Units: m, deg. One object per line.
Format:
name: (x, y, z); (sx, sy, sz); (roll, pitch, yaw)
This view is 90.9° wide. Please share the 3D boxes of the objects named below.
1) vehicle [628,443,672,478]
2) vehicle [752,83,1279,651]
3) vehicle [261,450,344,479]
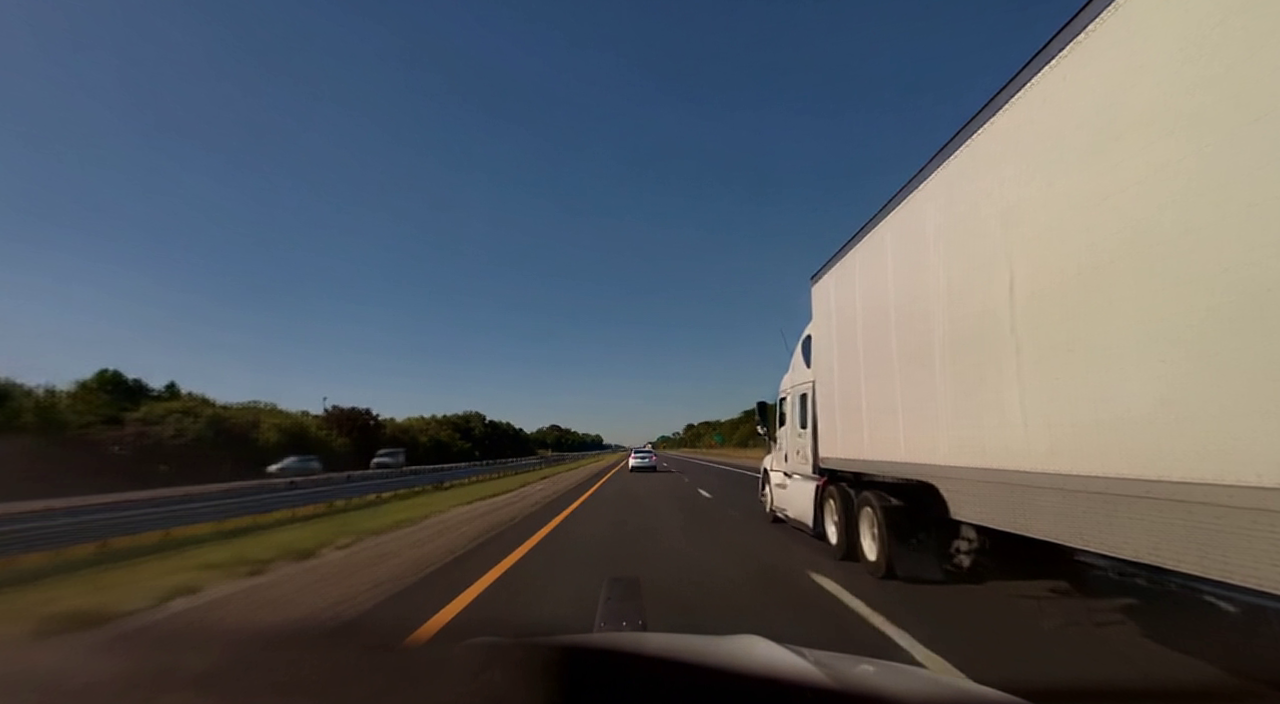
vehicle: (0.440, 5.174, 30.390); (1.968, 1.515, 4.025); (0, -8, 0)
vehicle: (3.809, 0.604, 8.454); (3.032, 3.821, 8.547); (0, -8, 0)
vehicle: (-18.916, 6.280, 35.630); (1.968, 1.464, 4.756); (-1, -8, 1)
